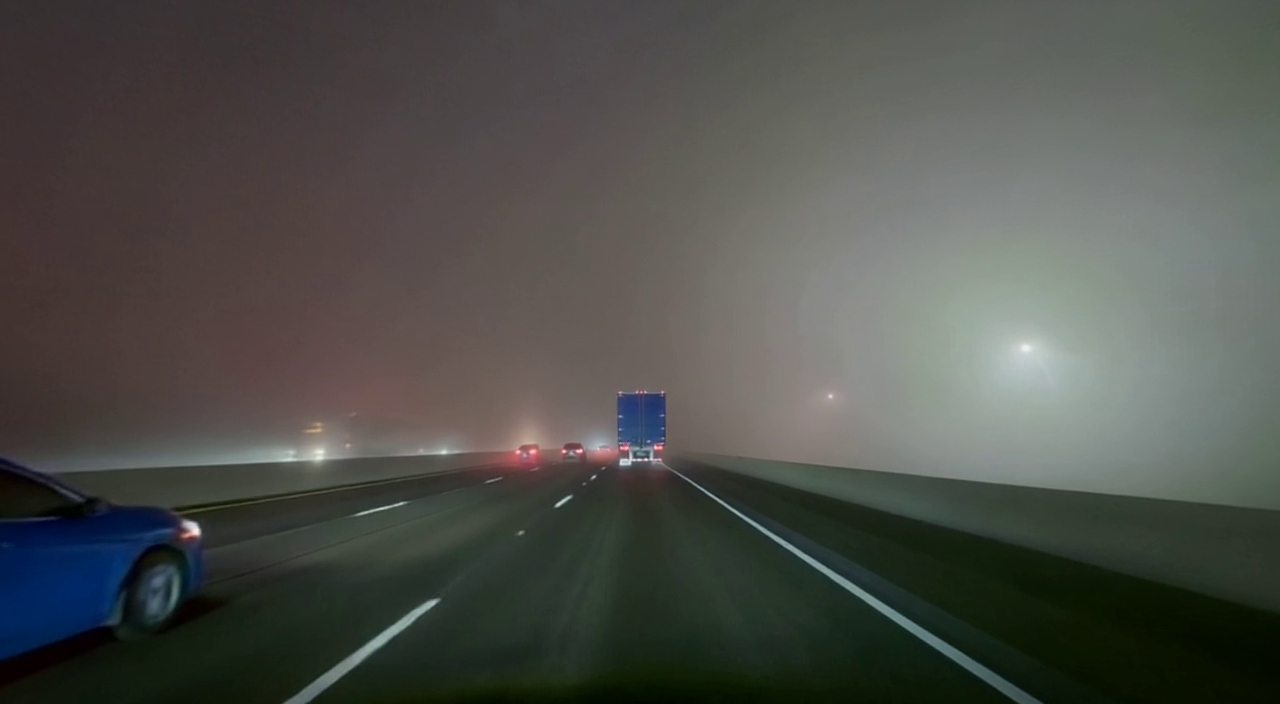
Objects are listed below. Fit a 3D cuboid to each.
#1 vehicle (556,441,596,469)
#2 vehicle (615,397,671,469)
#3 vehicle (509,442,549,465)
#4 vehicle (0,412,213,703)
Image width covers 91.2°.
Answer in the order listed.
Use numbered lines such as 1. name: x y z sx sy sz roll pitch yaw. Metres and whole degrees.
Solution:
1. vehicle: -3.810 6.213 38.075 2.006 1.572 4.082 0 -9 0
2. vehicle: 0.124 5.436 41.141 3.123 4.094 10.812 0 -9 0
3. vehicle: -7.820 7.183 44.552 1.968 1.507 4.673 -1 -9 0
4. vehicle: -4.264 1.019 2.881 1.895 1.500 3.808 0 -9 0
